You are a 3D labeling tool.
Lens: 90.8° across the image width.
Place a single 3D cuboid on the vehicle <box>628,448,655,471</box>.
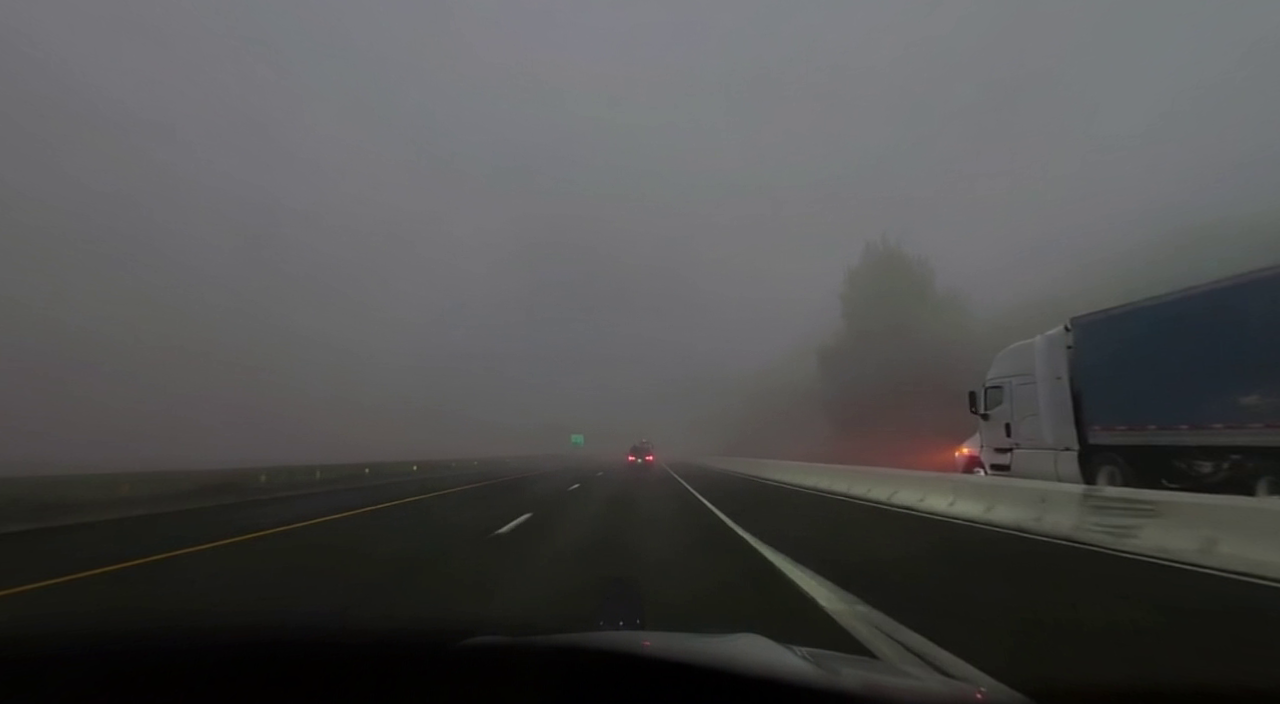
[{"bbox_3d":[0.129,7.053,41.480,1.695,1.437,3.506,0,-9,1],"label":"vehicle"}]
